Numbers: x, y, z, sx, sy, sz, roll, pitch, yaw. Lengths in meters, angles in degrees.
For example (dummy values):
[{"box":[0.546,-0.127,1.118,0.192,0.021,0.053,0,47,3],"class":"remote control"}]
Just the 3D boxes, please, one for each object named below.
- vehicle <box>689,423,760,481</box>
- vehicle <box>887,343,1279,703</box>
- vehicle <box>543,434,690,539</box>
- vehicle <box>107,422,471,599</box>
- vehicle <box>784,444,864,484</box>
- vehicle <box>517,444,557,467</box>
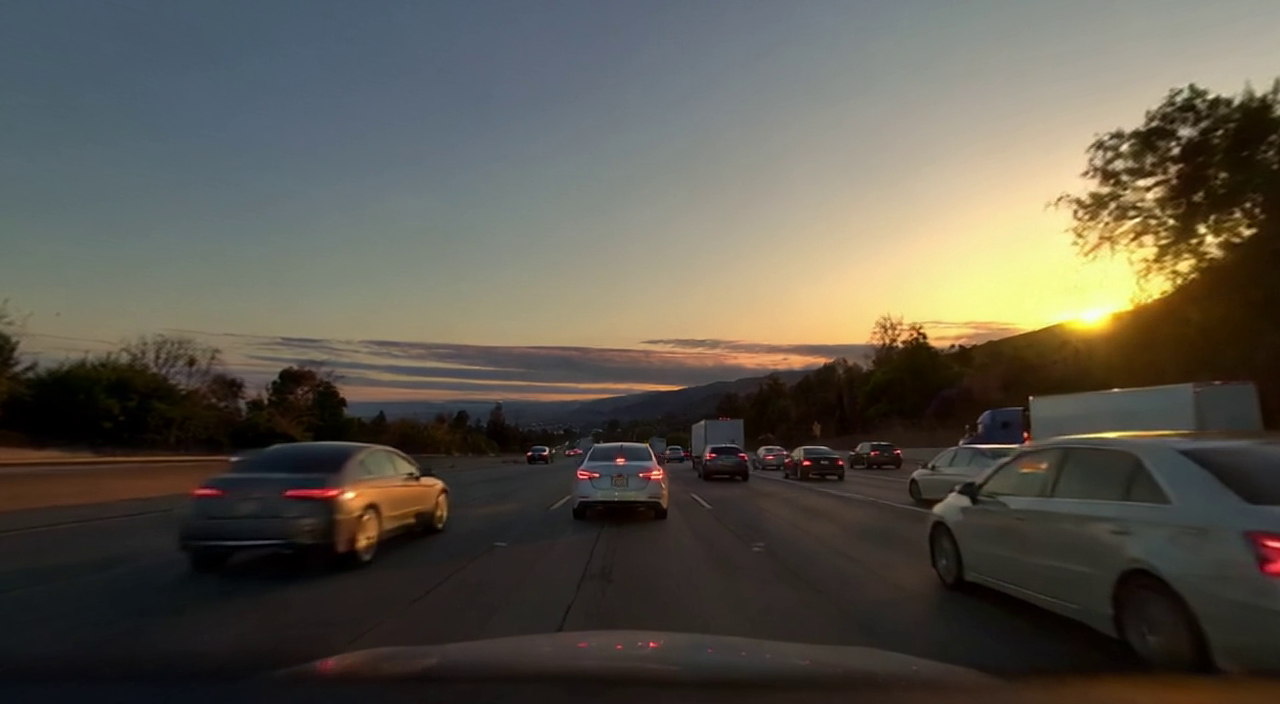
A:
[{"box":[3.637,4.479,28.236,2.440,2.313,5.266,0,-9,0],"class":"vehicle"},{"box":[3.589,1.099,4.384,2.053,1.666,4.106,0,-9,0],"class":"vehicle"},{"box":[-0.314,2.270,11.234,2.132,1.499,4.038,0,-9,1],"class":"vehicle"},{"box":[-3.718,1.740,7.821,1.926,1.542,4.329,0,-9,1],"class":"vehicle"},{"box":[7.419,4.543,25.868,1.942,1.482,4.250,0,-9,0],"class":"vehicle"},{"box":[-7.353,7.439,45.331,2.010,1.557,4.449,0,-9,1],"class":"vehicle"}]
